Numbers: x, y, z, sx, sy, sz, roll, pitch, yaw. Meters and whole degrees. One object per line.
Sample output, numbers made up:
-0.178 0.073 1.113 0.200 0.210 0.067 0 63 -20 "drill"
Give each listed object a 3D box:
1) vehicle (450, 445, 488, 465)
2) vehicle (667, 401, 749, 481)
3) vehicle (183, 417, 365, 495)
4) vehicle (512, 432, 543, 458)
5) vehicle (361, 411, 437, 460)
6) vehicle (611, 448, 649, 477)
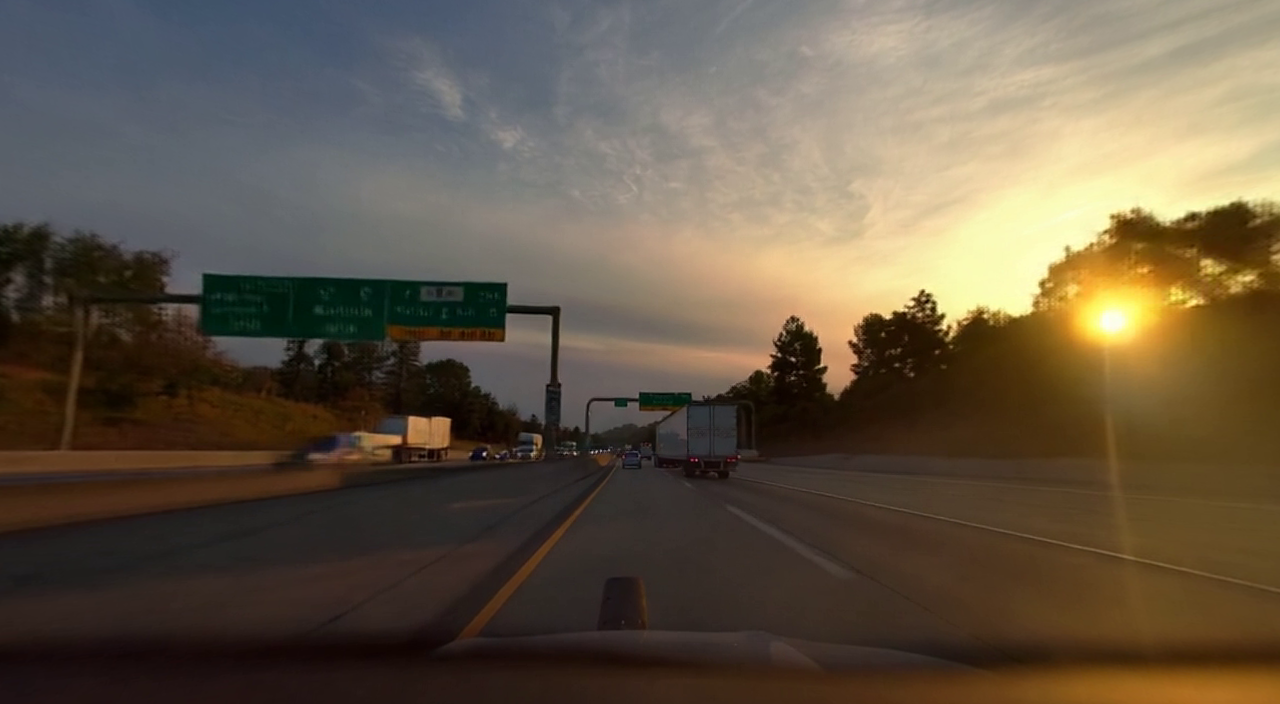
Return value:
-12.802 7.736 47.284 1.845 1.441 3.969 0 -9 -2 "vehicle"
3.683 5.460 38.168 2.931 4.009 12.800 0 -9 -3 "vehicle"
-8.022 2.341 14.371 2.005 1.497 4.075 1 -9 -6 "vehicle"
-8.293 6.867 46.612 2.073 1.806 4.773 1 -9 -8 "vehicle"
-12.050 4.281 31.868 2.161 2.281 4.072 0 -9 1 "vehicle"
-0.638 6.485 37.104 2.111 1.599 3.859 0 -9 -2 "vehicle"
